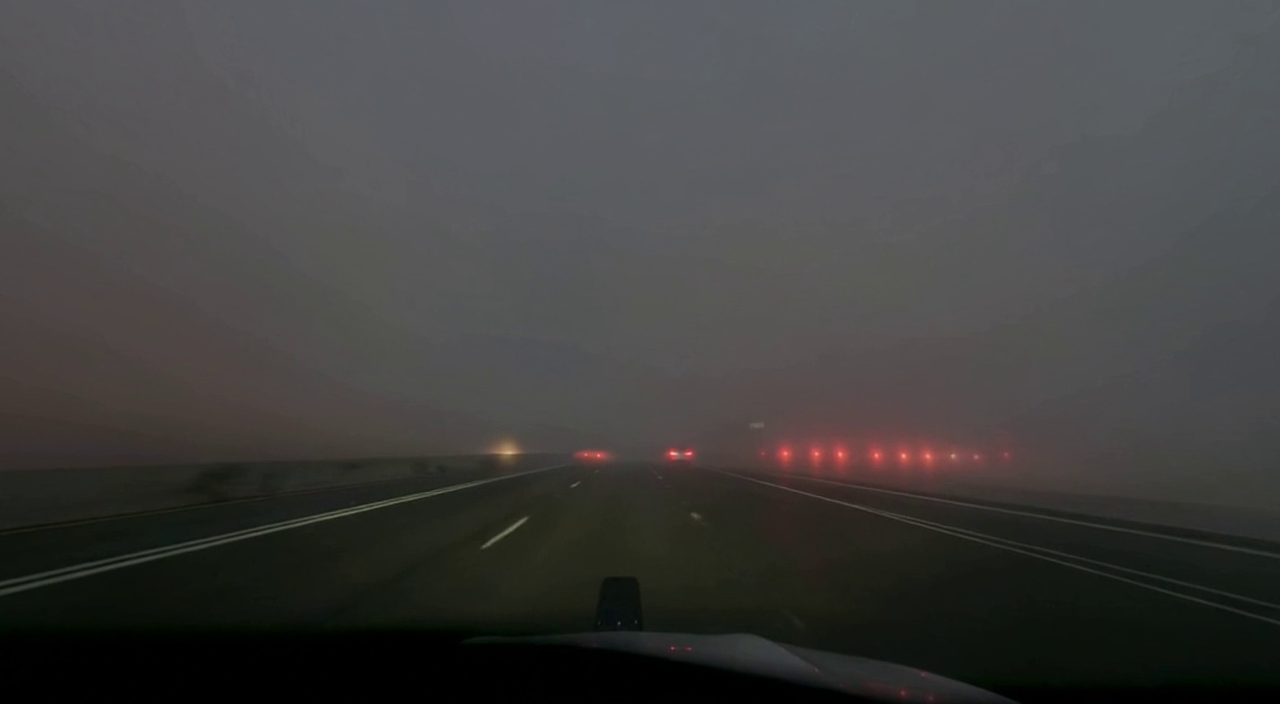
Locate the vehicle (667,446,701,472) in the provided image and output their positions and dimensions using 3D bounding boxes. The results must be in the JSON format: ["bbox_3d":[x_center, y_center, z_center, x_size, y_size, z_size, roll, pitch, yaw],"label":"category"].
[{"bbox_3d":[2.842,6.948,40.920,1.895,1.555,4.030,0,-9,0],"label":"vehicle"}]
